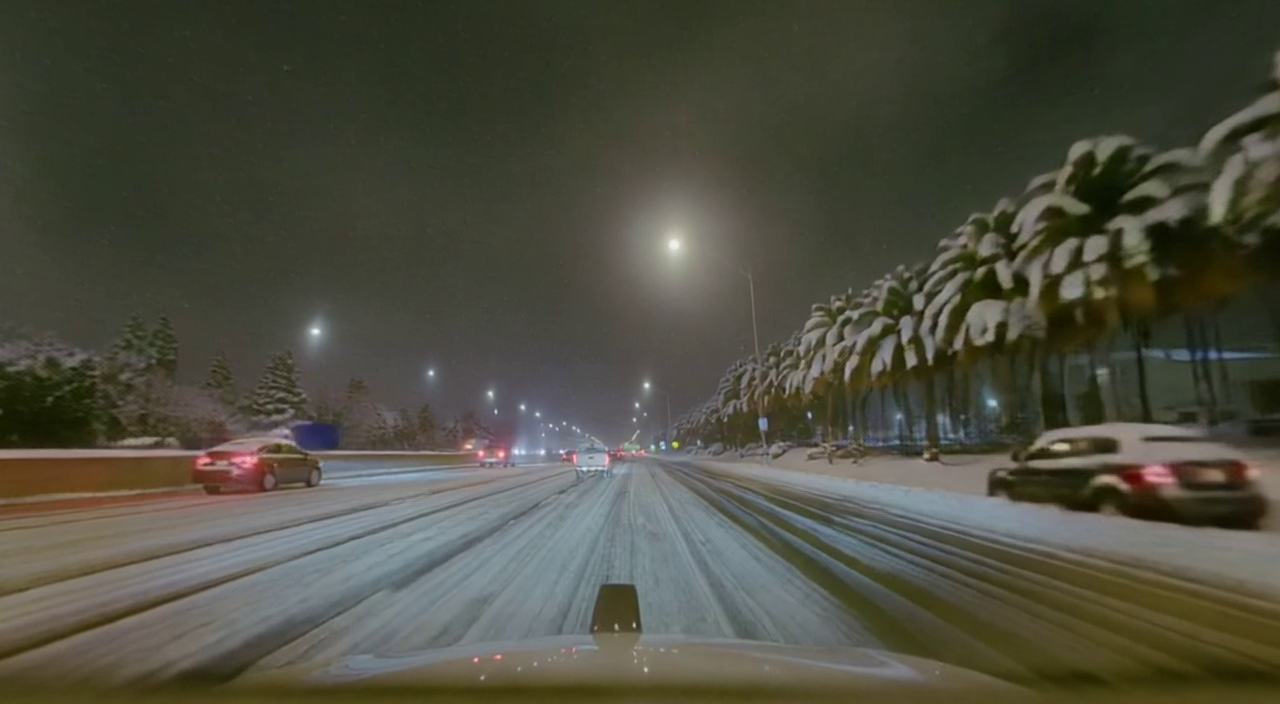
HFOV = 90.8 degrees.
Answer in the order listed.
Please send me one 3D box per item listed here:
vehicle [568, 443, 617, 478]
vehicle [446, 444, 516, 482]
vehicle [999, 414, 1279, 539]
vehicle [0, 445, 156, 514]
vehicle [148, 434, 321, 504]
[{"bbox_3d":[-2.412,5.619,32.879,2.201,1.672,4.128,0,-9,0],"label":"vehicle"},{"bbox_3d":[-7.671,5.403,31.053,2.204,1.677,4.438,0,-9,1],"label":"vehicle"},{"bbox_3d":[10.378,2.463,13.265,2.302,2.014,5.925,0,-9,1],"label":"vehicle"},{"bbox_3d":[-16.209,3.456,17.661,1.836,1.662,4.317,0,-9,1],"label":"vehicle"},{"bbox_3d":[-12.193,3.527,19.543,1.986,1.875,4.902,0,-9,1],"label":"vehicle"}]
